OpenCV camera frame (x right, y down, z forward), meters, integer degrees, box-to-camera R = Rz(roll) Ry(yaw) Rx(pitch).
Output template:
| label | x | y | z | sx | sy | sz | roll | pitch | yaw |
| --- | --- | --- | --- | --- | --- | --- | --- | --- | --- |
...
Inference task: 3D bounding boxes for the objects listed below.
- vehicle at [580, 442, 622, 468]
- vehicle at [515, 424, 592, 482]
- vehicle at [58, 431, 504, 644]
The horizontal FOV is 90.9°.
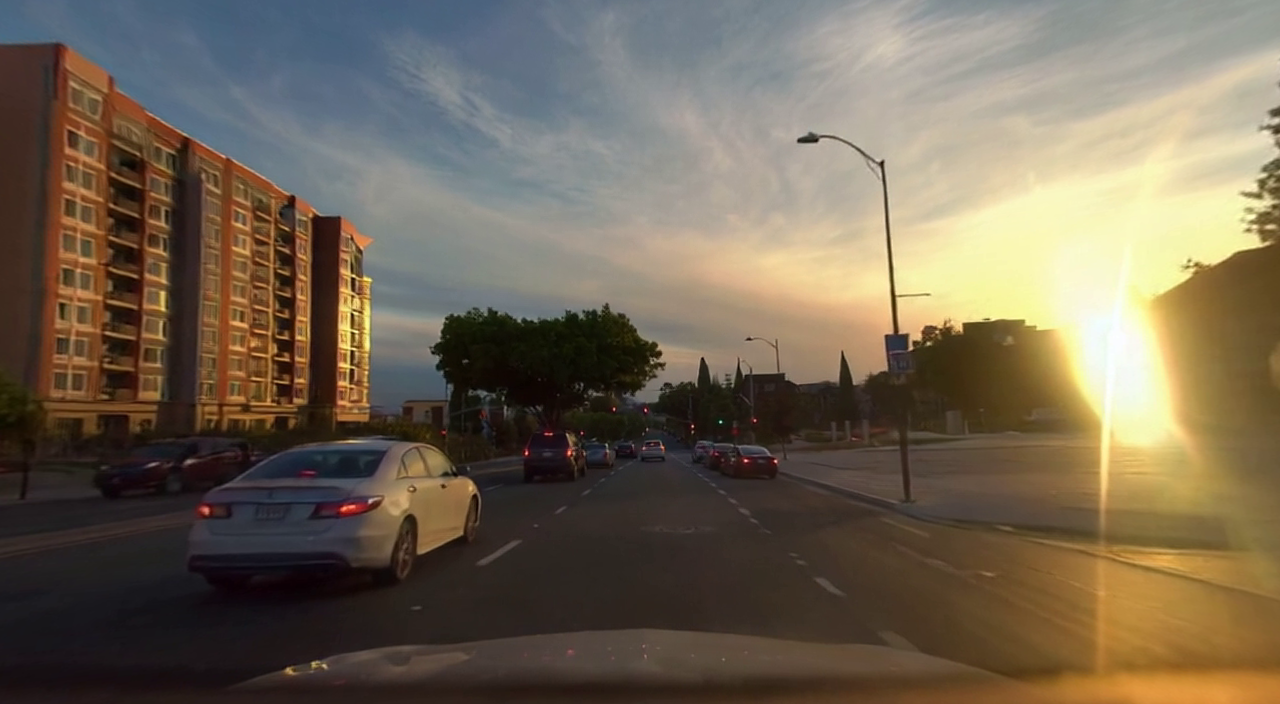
| label | x | y | z | sx | sy | sz | roll | pitch | yaw |
| --- | --- | --- | --- | --- | --- | --- | --- | --- | --- |
| vehicle | -2.326 | 6.282 | 38.661 | 2.246 | 1.481 | 4.146 | 0 | -9 | 2 |
| vehicle | -3.180 | 3.854 | 24.189 | 2.152 | 1.987 | 4.527 | 0 | -9 | 2 |
| vehicle | -2.878 | 1.567 | 6.413 | 1.959 | 1.406 | 4.272 | 0 | -9 | 1 |
